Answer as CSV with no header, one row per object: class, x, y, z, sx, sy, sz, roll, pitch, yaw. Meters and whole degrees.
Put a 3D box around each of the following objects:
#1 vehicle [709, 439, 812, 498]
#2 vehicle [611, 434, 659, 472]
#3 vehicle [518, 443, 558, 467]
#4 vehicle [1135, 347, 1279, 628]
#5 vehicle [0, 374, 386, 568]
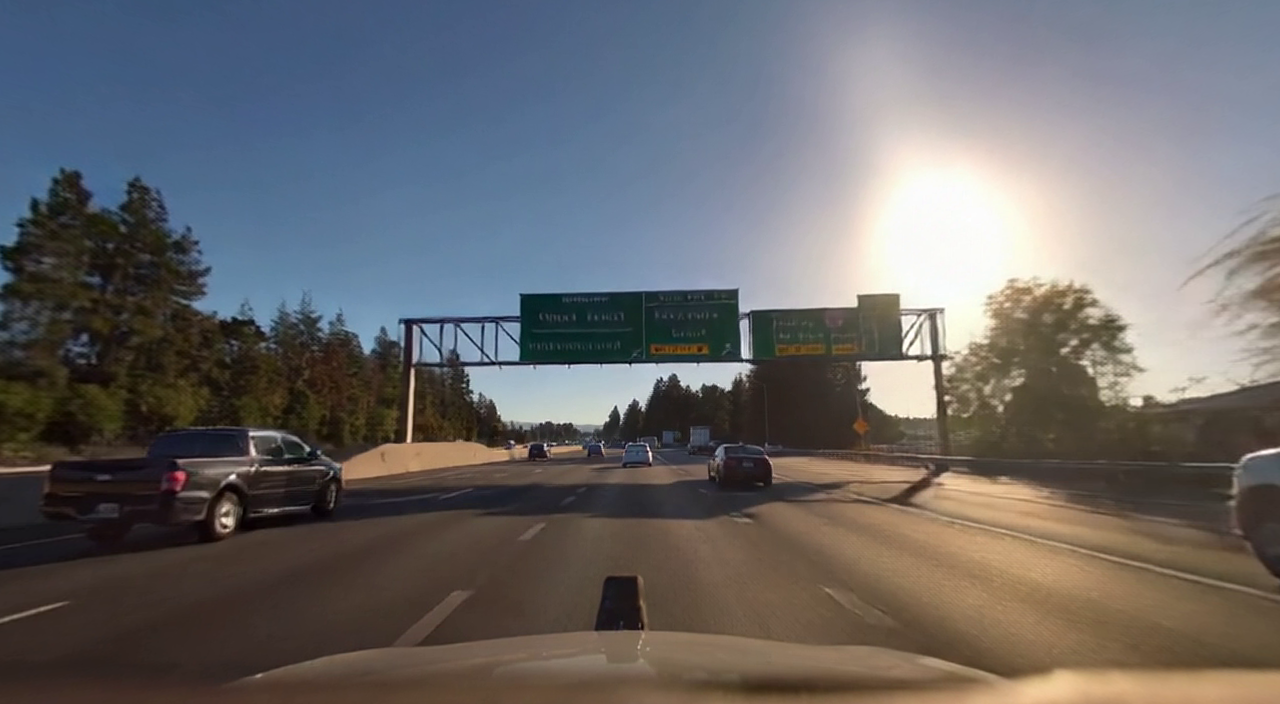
vehicle,3.240,3.236,17.978,2.011,1.462,4.286,0,-8,-1
vehicle,-0.230,5.300,33.282,2.323,1.805,4.729,0,-8,0
vehicle,-6.591,6.702,41.241,1.920,1.482,4.385,0,-8,0
vehicle,5.779,0.670,2.574,2.635,1.919,5.907,0,-8,-1
vehicle,-6.402,1.677,9.667,2.444,2.012,6.122,0,-8,0
